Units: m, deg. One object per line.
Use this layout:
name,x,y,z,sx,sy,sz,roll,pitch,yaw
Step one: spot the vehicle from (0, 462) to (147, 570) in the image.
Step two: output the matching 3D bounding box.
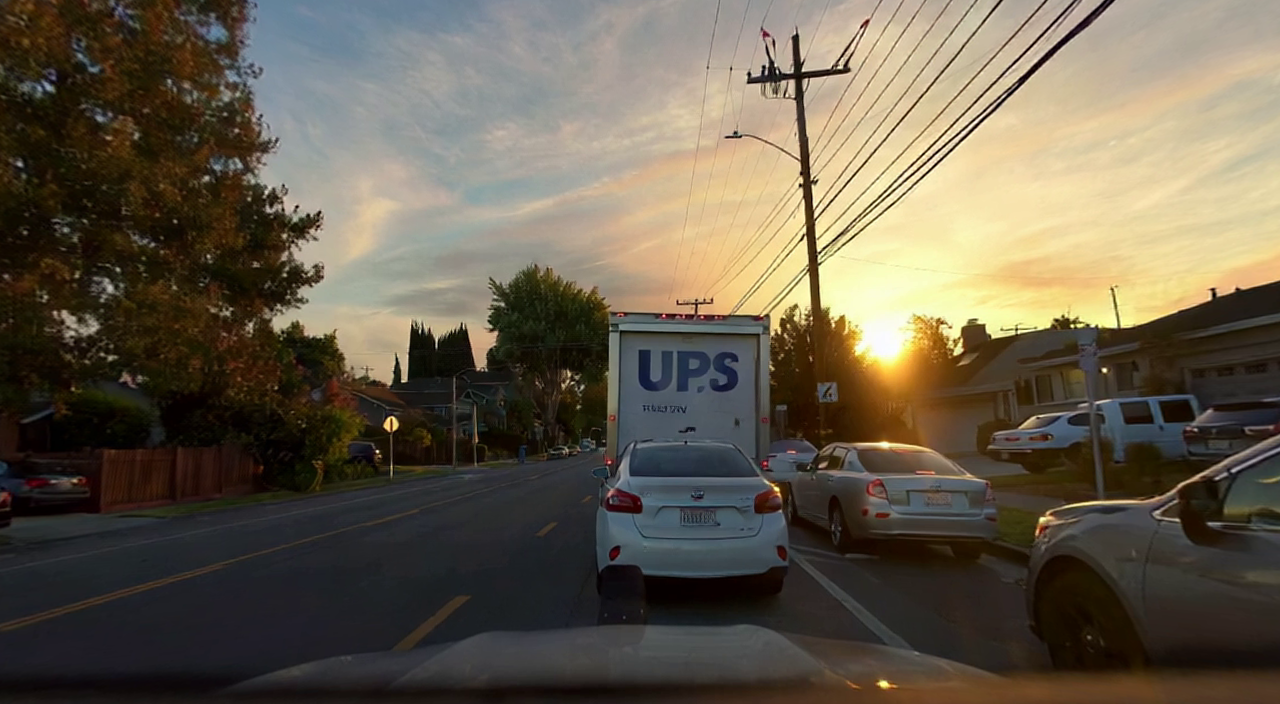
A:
vehicle,-10.354,2.488,9.480,1.925,1.482,4.753,0,-8,0

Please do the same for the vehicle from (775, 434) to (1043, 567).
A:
vehicle,3.513,2.008,9.349,1.993,1.479,4.487,0,-8,0

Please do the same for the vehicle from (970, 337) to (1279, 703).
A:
vehicle,3.315,0.773,1.935,2.069,1.722,4.888,0,-8,2

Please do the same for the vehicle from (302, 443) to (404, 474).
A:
vehicle,-17.432,6.473,38.300,5.274,1.793,1.921,0,-8,3

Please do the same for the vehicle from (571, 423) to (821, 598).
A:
vehicle,0.479,1.700,7.681,2.158,1.499,4.377,0,-8,0
